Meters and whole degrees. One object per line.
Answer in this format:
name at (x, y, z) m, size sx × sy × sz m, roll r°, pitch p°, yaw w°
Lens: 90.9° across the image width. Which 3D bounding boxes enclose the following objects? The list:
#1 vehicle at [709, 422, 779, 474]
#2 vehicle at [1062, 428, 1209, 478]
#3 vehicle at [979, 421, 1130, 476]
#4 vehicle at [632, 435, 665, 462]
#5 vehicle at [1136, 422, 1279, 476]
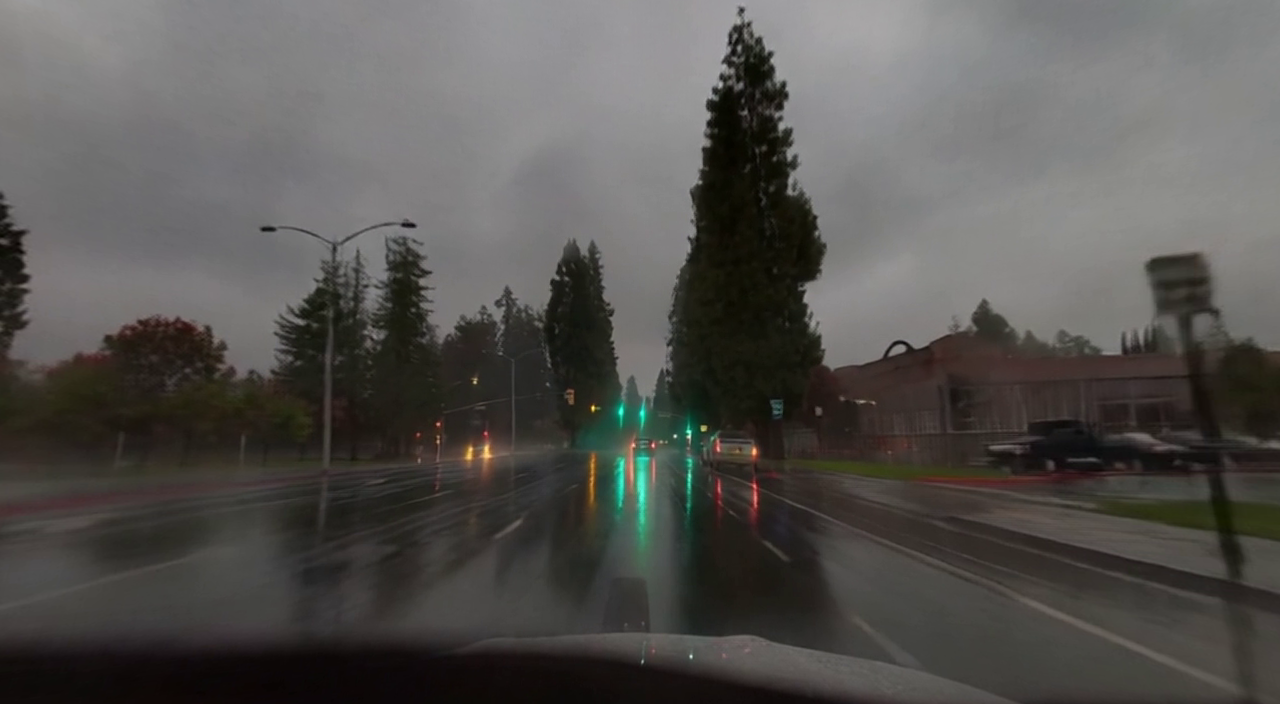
vehicle at (4.589, 4.391, 28.975) m, size 2.162 × 2.080 × 6.515 m, roll 0°, pitch -8°, yaw 1°
vehicle at (17.350, 3.504, 22.354) m, size 2.049 × 1.475 × 3.863 m, roll -3°, pitch -7°, yaw 0°
vehicle at (14.522, 3.431, 22.529) m, size 2.069 × 1.747 × 4.822 m, roll 0°, pitch -8°, yaw -1°
vehicle at (0.606, 6.610, 43.480) m, size 2.169 × 1.751 × 4.276 m, roll 0°, pitch -8°, yaw 1°
vehicle at (20.074, 3.356, 22.225) m, size 1.885 × 1.712 × 4.208 m, roll 0°, pitch -7°, yaw 3°
